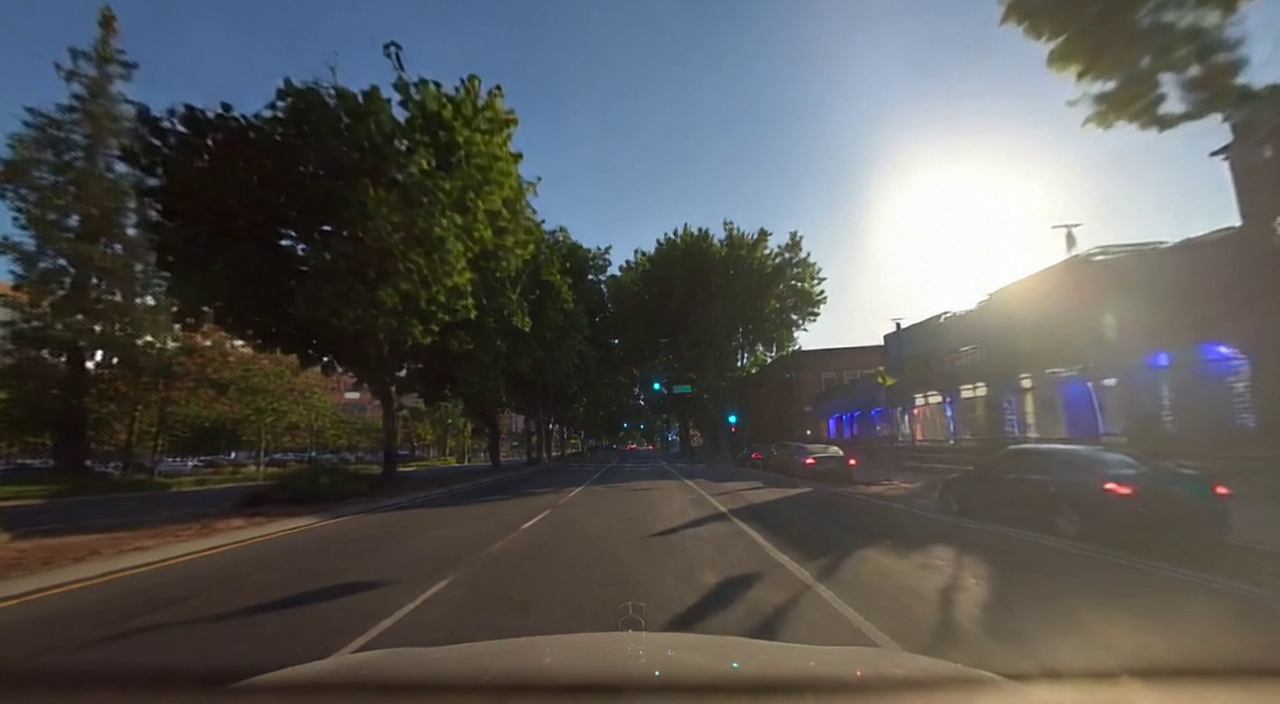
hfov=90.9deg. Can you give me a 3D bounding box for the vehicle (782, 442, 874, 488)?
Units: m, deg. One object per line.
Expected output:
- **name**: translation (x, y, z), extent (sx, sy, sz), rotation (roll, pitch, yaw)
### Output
- **vehicle**: translation (6.692, 4.062, 23.056), extent (1.847, 1.472, 4.846), rotation (0, -8, 0)

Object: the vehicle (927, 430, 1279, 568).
- **vehicle**: translation (6.554, 1.972, 9.413), extent (2.109, 1.477, 4.963), rotation (0, -8, -1)
